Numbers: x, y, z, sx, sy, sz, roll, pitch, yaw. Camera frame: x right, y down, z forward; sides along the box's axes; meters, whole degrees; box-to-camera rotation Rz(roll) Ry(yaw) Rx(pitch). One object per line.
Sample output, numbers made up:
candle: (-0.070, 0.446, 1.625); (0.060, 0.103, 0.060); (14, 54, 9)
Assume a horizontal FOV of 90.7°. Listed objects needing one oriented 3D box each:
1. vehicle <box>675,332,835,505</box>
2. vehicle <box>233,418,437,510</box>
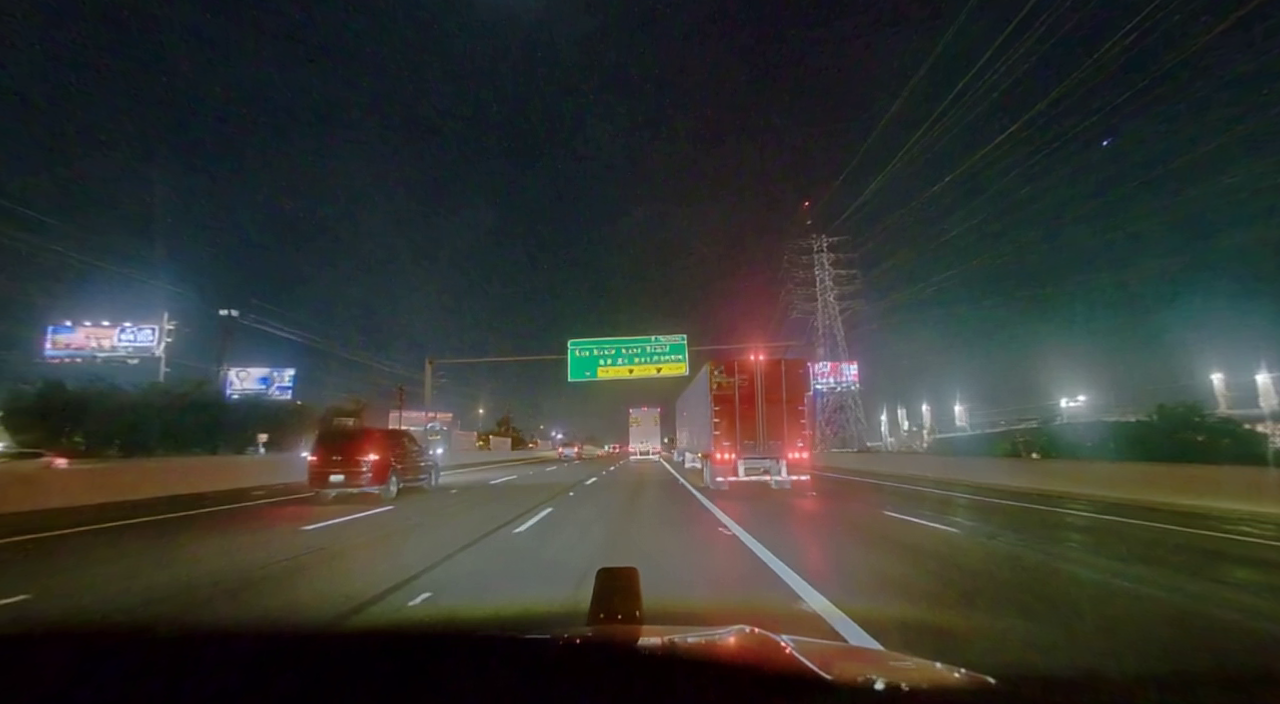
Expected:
vehicle: (3.200, 2.808, 23.545); (2.892, 4.152, 16.575); (0, -9, 0)
vehicle: (-7.344, 2.795, 16.227); (2.425, 1.917, 5.647); (0, -9, 0)
